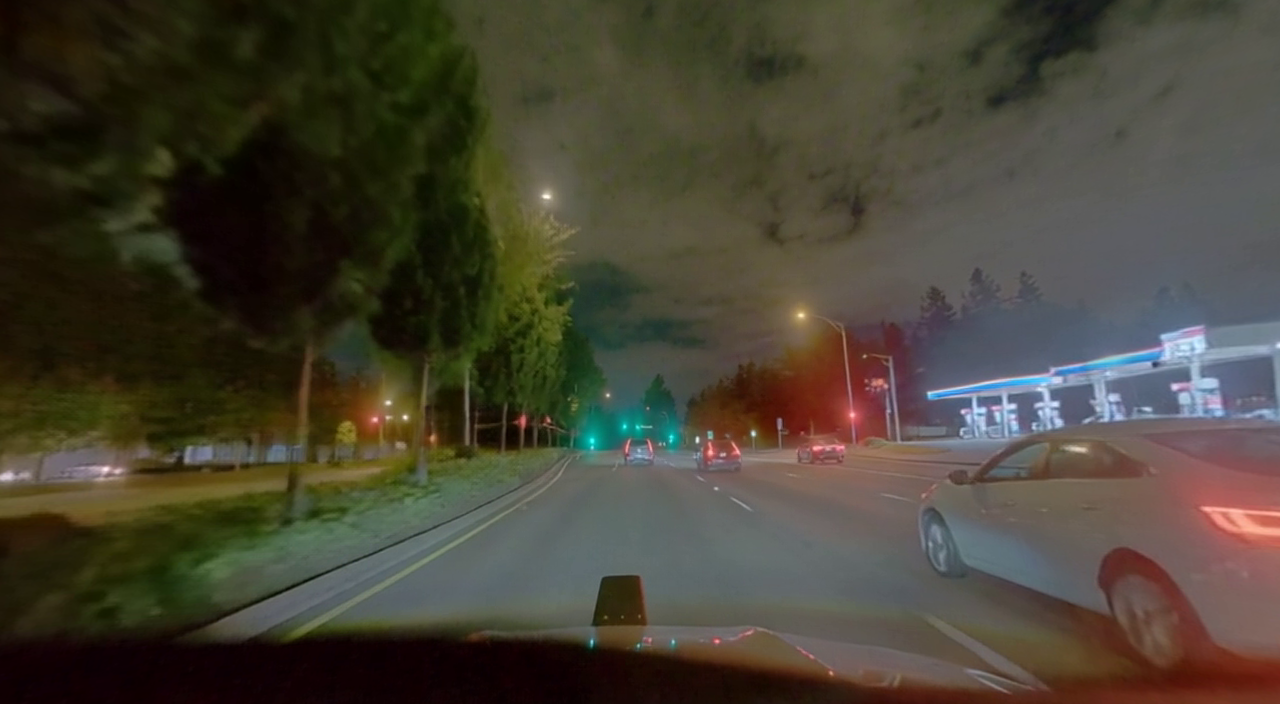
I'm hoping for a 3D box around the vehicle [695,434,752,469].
[{"bbox_3d":[3.870,4.677,29.709,1.980,1.515,4.362,0,-8,-2],"label":"vehicle"}]

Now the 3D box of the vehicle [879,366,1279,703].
[{"bbox_3d":[3.611,1.064,4.227,2.119,1.509,4.756,-1,-8,0],"label":"vehicle"}]

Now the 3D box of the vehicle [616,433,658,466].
[{"bbox_3d":[-0.193,5.381,34.853,2.172,1.694,4.055,0,-8,-1],"label":"vehicle"}]

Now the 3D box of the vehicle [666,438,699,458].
[{"bbox_3d":[3.218,7.344,48.133,2.114,1.473,4.495,0,-8,-1],"label":"vehicle"}]

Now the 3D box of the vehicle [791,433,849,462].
[{"bbox_3d":[10.018,5.353,35.244,1.906,1.488,4.251,0,-8,-1],"label":"vehicle"}]
